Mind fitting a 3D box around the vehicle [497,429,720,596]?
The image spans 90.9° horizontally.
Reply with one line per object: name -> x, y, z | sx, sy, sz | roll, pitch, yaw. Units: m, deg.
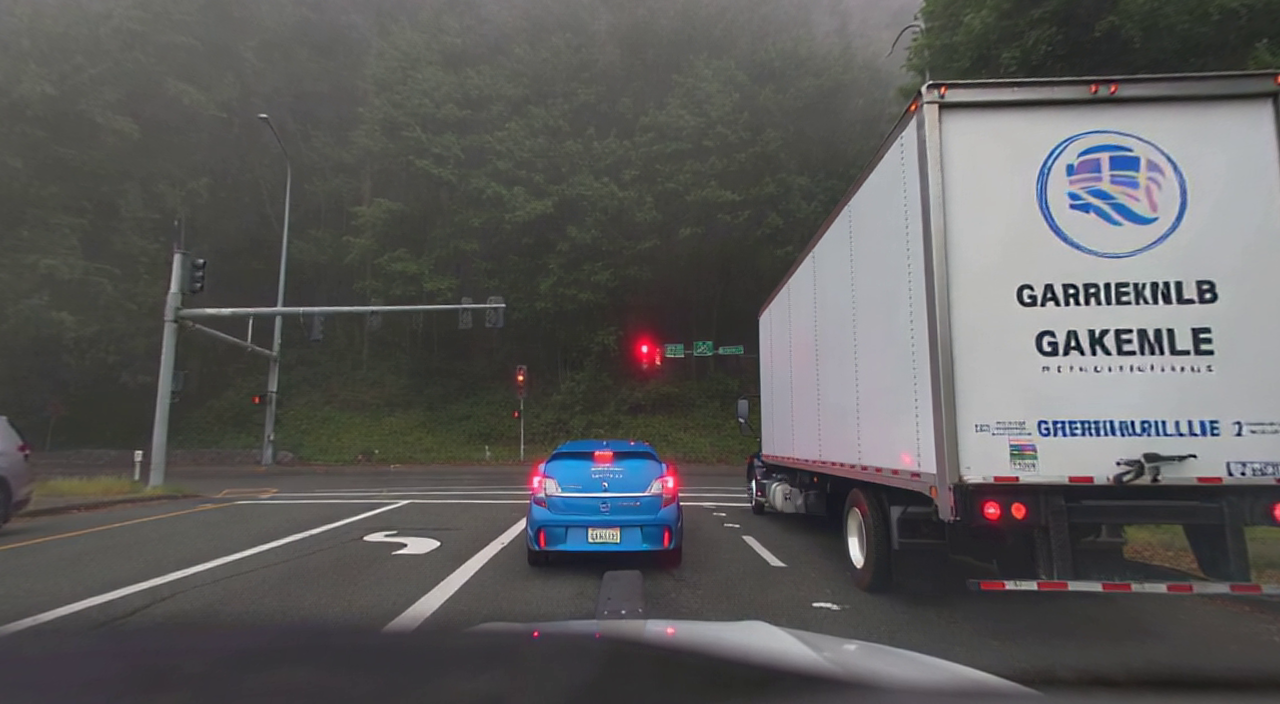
vehicle -> -0.312, 1.703, 7.417 | 1.975, 1.457, 3.526 | 0, -9, -1

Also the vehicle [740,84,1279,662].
vehicle -> 3.553, 0.758, 8.903 | 2.884, 3.753, 9.763 | 0, -9, 1
